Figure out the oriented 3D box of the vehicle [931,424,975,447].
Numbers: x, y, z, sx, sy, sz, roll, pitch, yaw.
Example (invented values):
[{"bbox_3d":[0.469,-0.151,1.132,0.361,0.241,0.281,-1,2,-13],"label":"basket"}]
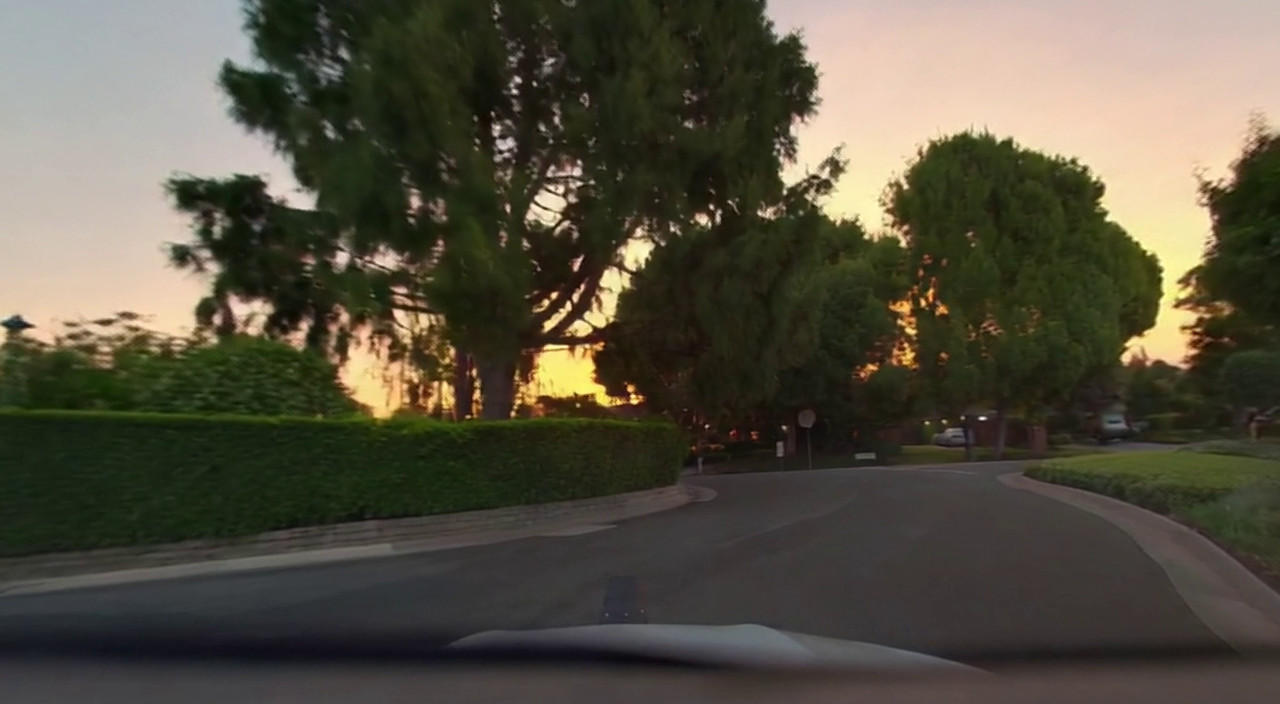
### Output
[{"bbox_3d":[22.437,6.041,45.348,1.802,1.548,3.501,0,-9,9],"label":"vehicle"}]
